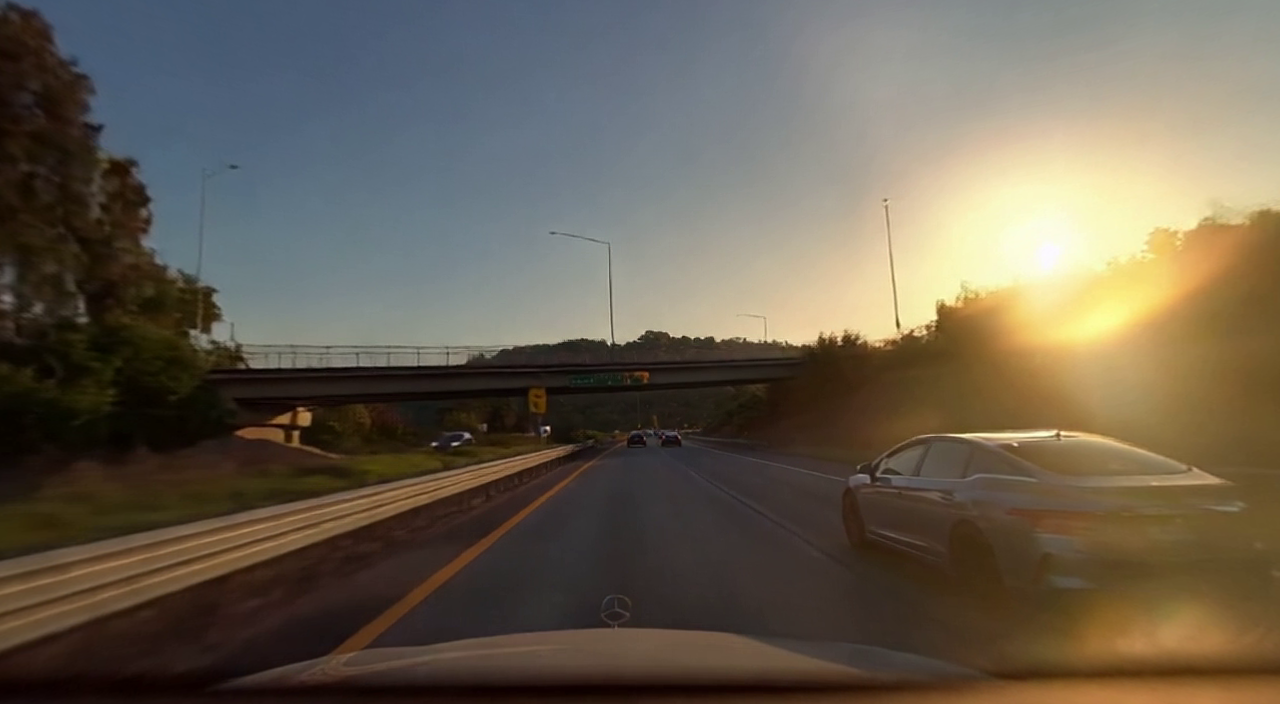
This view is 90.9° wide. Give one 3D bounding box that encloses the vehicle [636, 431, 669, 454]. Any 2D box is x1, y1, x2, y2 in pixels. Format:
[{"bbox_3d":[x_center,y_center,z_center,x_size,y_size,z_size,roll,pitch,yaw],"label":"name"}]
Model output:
[{"bbox_3d":[0.810,6.045,42.167,1.981,1.490,3.449,0,-8,-3],"label":"vehicle"}]
